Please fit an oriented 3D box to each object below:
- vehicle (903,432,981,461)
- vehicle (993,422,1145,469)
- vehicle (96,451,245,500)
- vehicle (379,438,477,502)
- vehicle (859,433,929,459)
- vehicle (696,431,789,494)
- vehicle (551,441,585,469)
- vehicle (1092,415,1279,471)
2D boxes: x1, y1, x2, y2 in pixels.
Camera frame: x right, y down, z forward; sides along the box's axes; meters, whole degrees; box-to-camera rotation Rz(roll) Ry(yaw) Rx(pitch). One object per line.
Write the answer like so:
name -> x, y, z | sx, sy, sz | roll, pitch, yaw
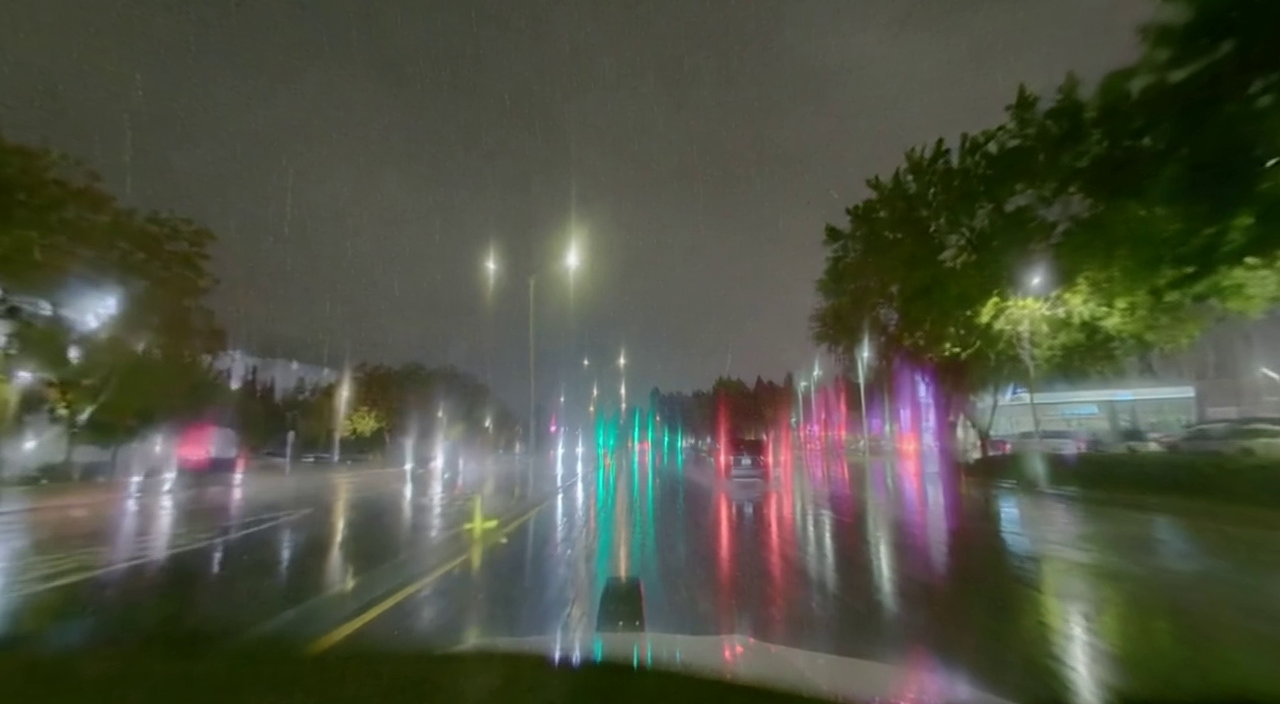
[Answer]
vehicle -> 18.727, 5.835, 39.124 | 4.524, 1.653, 2.109 | 5, -10, -30
vehicle -> 16.981, 3.749, 25.429 | 2.280, 1.699, 5.098 | 0, -8, -4
vehicle -> -17.022, 4.443, 23.269 | 1.947, 1.504, 4.672 | -1, -8, 0
vehicle -> -6.103, 3.233, 17.875 | 2.053, 1.555, 4.296 | 4, -9, -25
vehicle -> 18.023, 6.664, 44.817 | 4.446, 1.692, 2.184 | 4, -9, -28
vehicle -> 2.968, 3.307, 19.321 | 1.963, 1.677, 4.229 | 0, -8, -2
vehicle -> -4.375, 6.189, 37.940 | 1.905, 1.471, 4.302 | -1, -9, -8
vehicle -> 17.219, 2.922, 20.271 | 1.779, 1.505, 4.847 | -2, -9, -1
